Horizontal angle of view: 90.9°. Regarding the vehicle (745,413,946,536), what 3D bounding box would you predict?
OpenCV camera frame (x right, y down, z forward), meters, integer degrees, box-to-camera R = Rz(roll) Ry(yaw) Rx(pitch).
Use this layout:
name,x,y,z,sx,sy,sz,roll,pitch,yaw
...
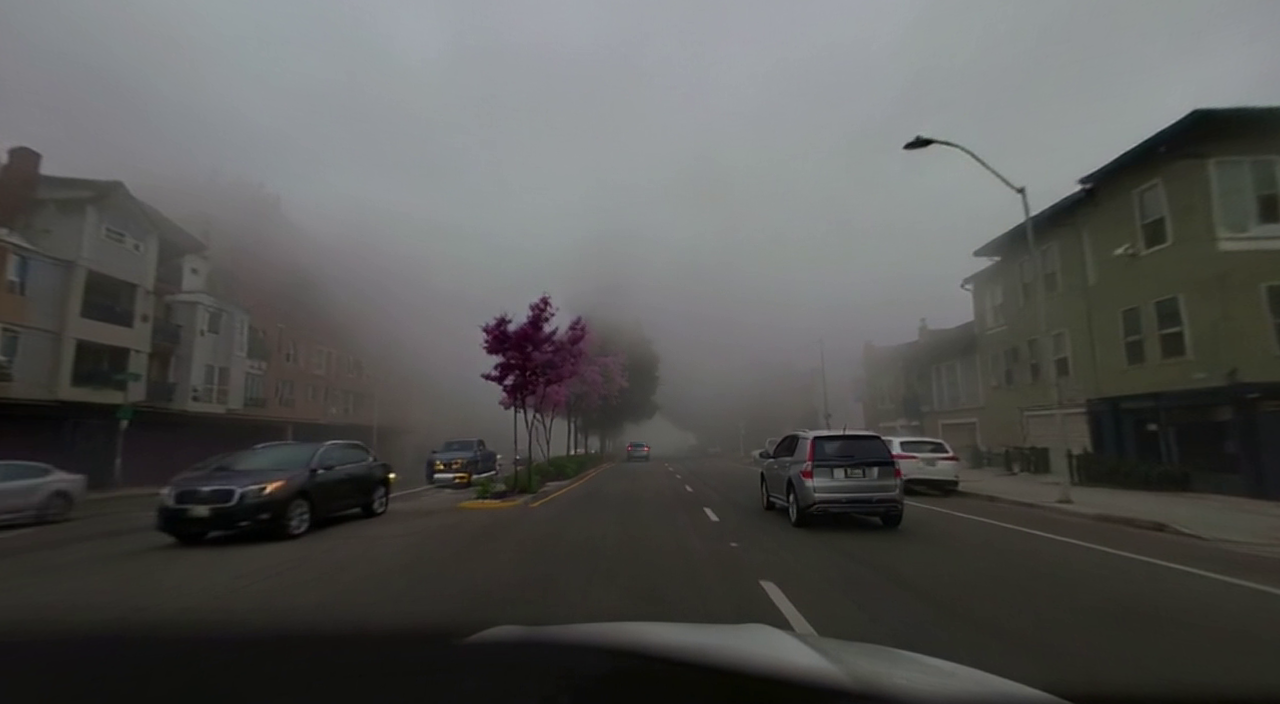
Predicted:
name,x,y,z,sx,sy,sz,roll,pitch,yaw
vehicle,3.338,2.097,11.402,2.071,1.747,4.549,0,-8,0

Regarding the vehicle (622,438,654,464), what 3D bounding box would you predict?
name,x,y,z,sx,sy,sz,roll,pitch,yaw
vehicle,-0.146,7.207,46.048,2.244,1.813,4.129,0,-8,0

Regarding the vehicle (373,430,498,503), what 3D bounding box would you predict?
name,x,y,z,sx,sy,sz,roll,pitch,yaw
vehicle,-5.665,3.175,18.198,2.034,1.771,4.795,-1,-7,0

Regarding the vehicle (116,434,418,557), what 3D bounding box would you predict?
name,x,y,z,sx,sy,sz,roll,pitch,yaw
vehicle,-5.621,2.149,10.437,2.012,1.501,4.626,-2,-7,3
